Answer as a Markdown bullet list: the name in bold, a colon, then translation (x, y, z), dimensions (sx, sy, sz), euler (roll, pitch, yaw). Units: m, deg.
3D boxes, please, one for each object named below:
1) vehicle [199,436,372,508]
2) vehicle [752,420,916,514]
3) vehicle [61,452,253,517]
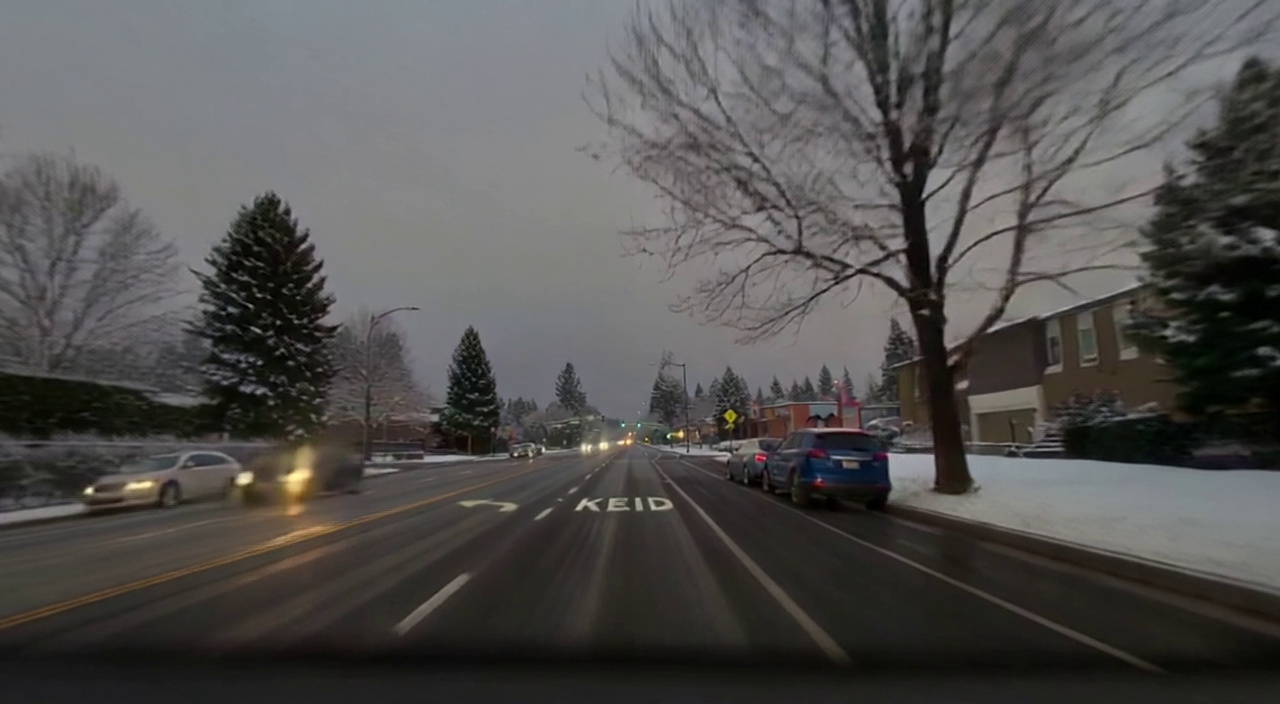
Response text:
- **vehicle**: translation (-9.681, 3.282, 17.834), dimensions (2.252, 1.737, 4.544), euler (0, -8, 0)
- **vehicle**: translation (4.075, 2.515, 14.352), dimensions (2.220, 1.752, 4.782), euler (0, -8, 0)
- **vehicle**: translation (-14.046, 3.839, 18.850), dimensions (1.983, 1.608, 4.699), euler (0, -8, 0)
